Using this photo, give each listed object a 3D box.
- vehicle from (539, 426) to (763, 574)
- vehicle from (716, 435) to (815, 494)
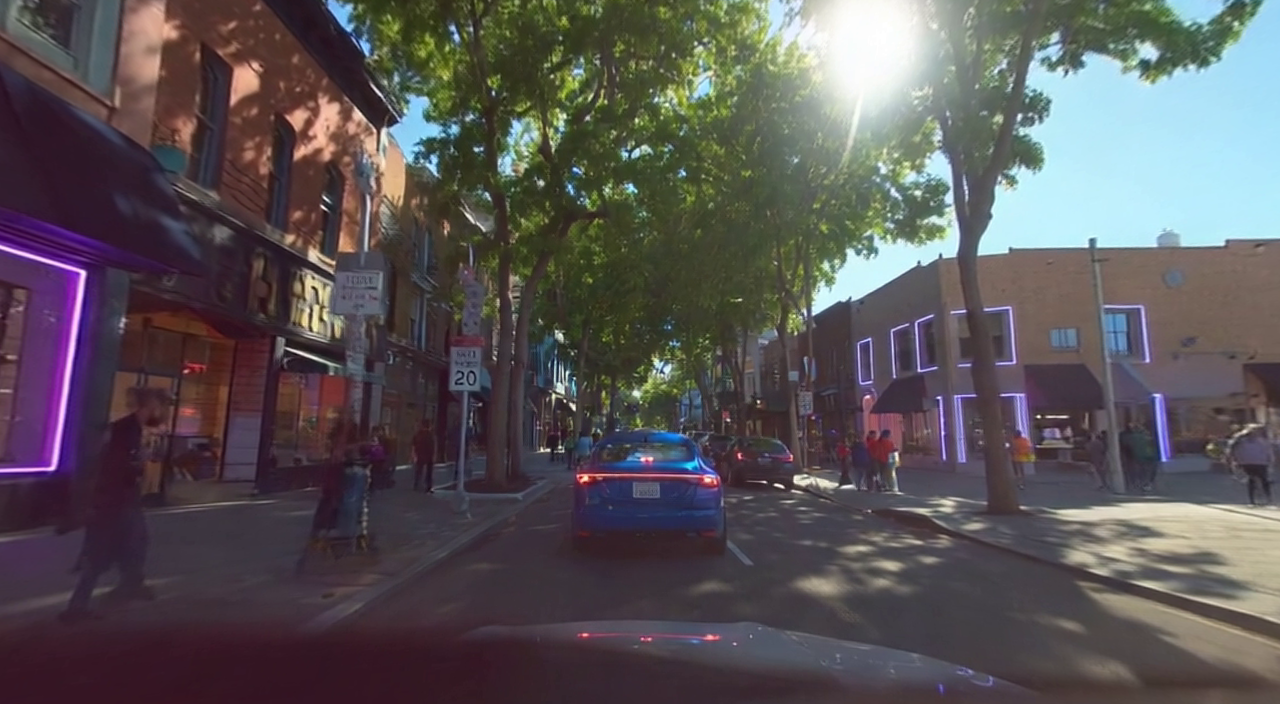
[{"bbox_3d":[0.084,1.809,8.515,2.261,1.474,4.130,0,-9,-1],"label":"vehicle"},{"bbox_3d":[3.600,3.323,19.009,2.025,1.523,4.426,0,-9,-1],"label":"vehicle"}]
